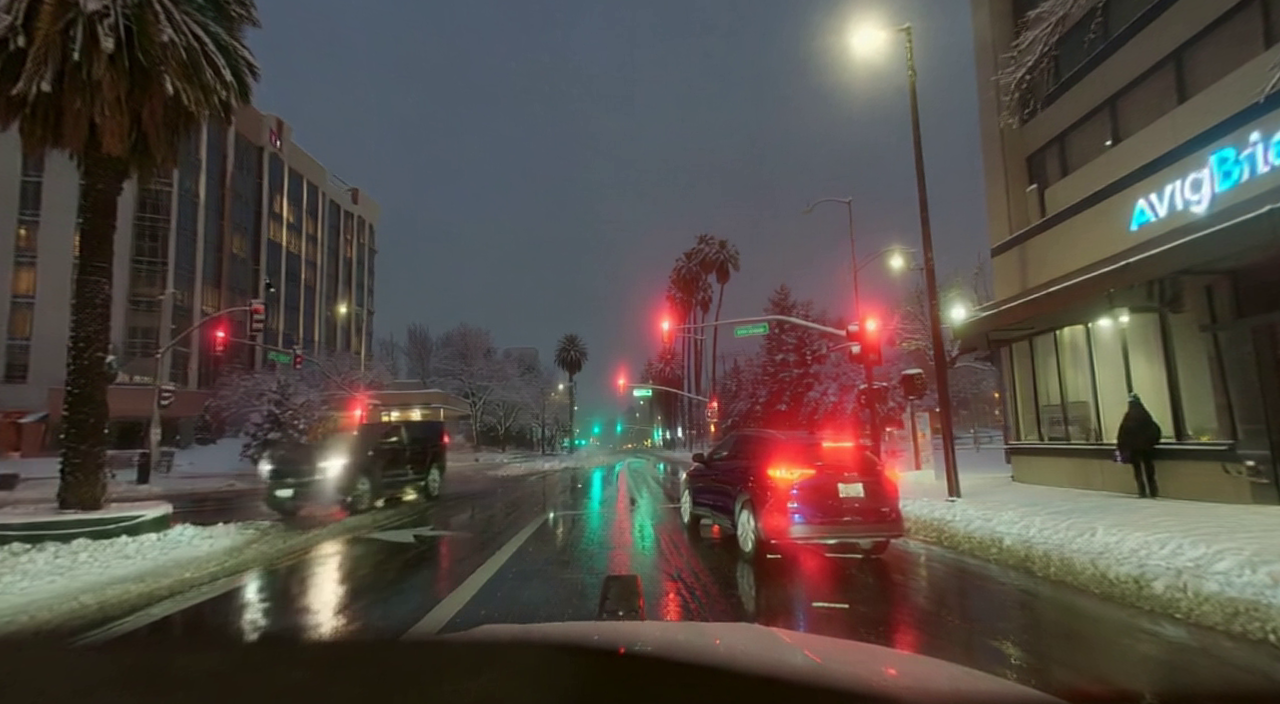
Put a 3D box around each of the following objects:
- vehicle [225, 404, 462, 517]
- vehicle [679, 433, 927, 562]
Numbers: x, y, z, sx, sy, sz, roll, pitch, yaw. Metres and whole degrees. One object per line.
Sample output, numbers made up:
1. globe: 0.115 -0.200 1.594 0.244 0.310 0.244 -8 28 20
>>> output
1. vehicle: -6.065 2.329 14.050 2.190 1.964 5.614 -1 -8 5
2. vehicle: 2.069 2.031 9.746 2.090 1.466 4.676 1 -8 -7
